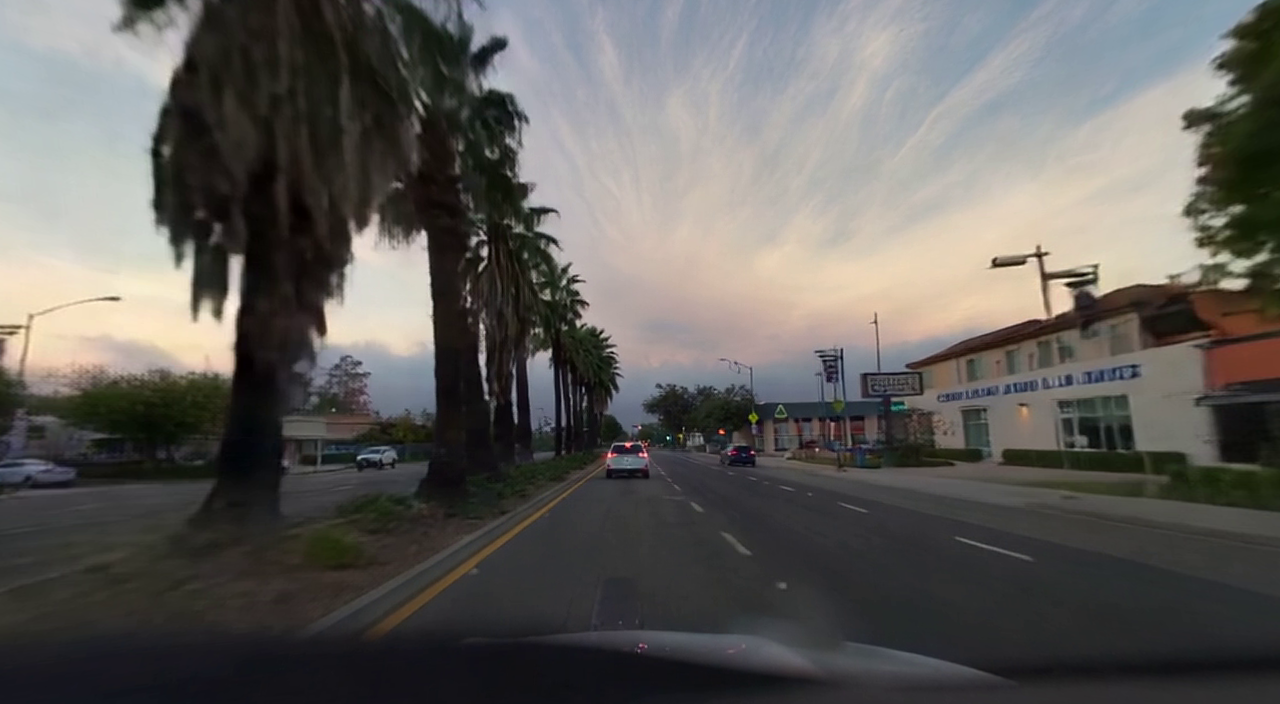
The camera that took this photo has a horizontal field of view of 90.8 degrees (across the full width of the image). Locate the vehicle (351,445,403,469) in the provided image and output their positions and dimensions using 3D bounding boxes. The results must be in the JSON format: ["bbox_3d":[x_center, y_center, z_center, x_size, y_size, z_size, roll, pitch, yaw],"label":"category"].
[{"bbox_3d":[-19.255,7.656,46.434,2.021,1.666,4.247,0,-9,-1],"label":"vehicle"}]

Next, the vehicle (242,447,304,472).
[{"bbox_3d":[-26.980,7.863,46.561,1.934,1.736,4.341,0,-9,0],"label":"vehicle"}]

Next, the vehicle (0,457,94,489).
[{"bbox_3d":[-30.152,5.985,31.269,4.345,1.476,1.937,1,-9,-3],"label":"vehicle"}]

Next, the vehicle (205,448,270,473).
[{"bbox_3d":[-29.791,8.010,46.928,2.011,1.753,4.066,0,-9,2],"label":"vehicle"}]

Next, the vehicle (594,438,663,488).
[{"bbox_3d":[-0.345,3.665,21.174,2.106,1.496,3.964,0,-9,0],"label":"vehicle"}]

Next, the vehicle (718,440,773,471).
[{"bbox_3d":[6.014,5.944,36.459,2.244,1.618,4.585,0,-9,-2],"label":"vehicle"}]
